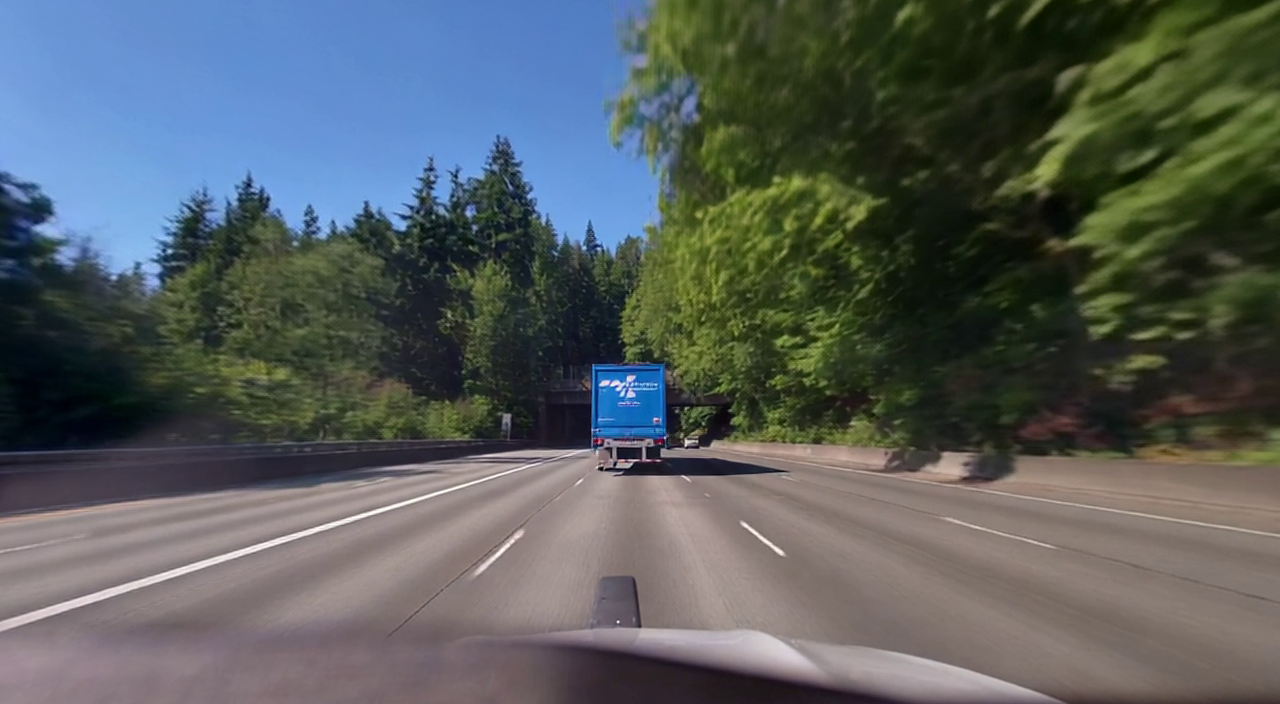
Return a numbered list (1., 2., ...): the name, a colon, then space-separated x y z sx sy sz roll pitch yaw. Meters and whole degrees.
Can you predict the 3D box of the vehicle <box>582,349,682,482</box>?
1. vehicle: -0.463 2.515 23.575 2.895 3.861 10.213 0 -8 -3
